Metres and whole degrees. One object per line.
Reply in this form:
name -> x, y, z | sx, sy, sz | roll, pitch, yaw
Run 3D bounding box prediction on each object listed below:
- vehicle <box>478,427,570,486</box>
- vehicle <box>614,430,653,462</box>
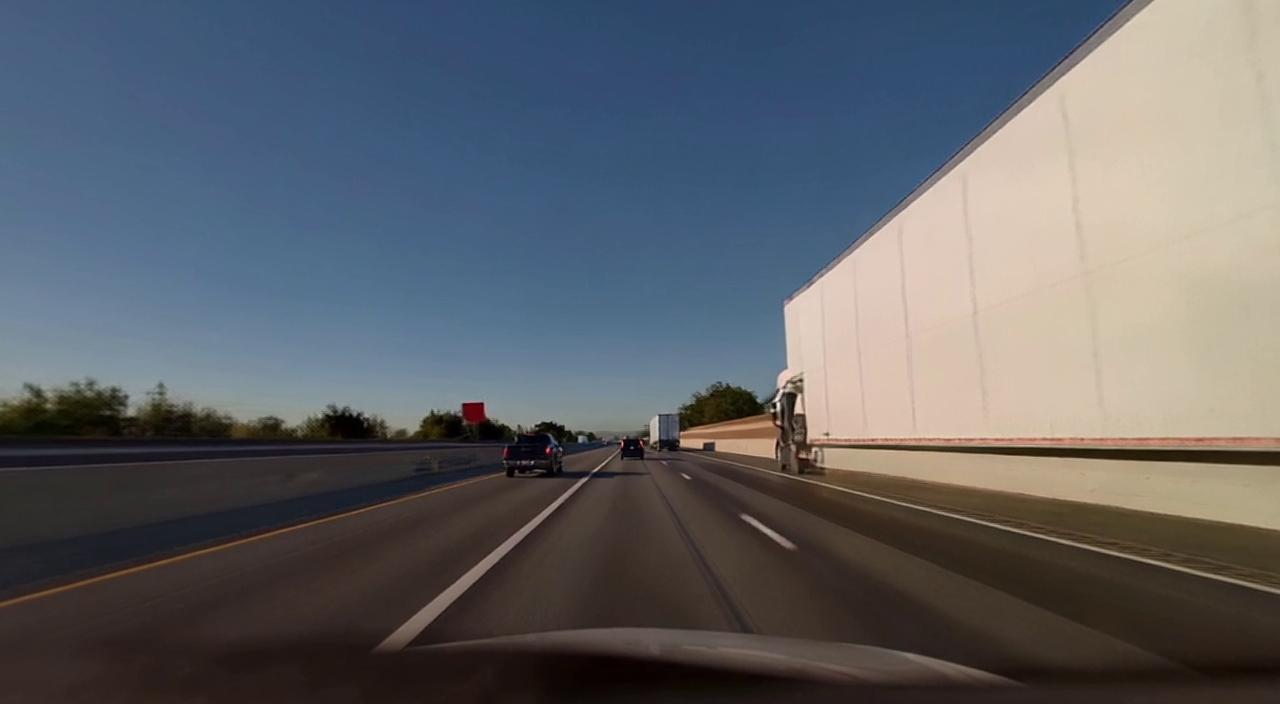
vehicle -> -3.786, 3.499, 21.461 | 2.326, 1.761, 4.450 | 0, -8, 0
vehicle -> -0.510, 6.283, 42.262 | 2.456, 2.007, 4.728 | 0, -8, -2
